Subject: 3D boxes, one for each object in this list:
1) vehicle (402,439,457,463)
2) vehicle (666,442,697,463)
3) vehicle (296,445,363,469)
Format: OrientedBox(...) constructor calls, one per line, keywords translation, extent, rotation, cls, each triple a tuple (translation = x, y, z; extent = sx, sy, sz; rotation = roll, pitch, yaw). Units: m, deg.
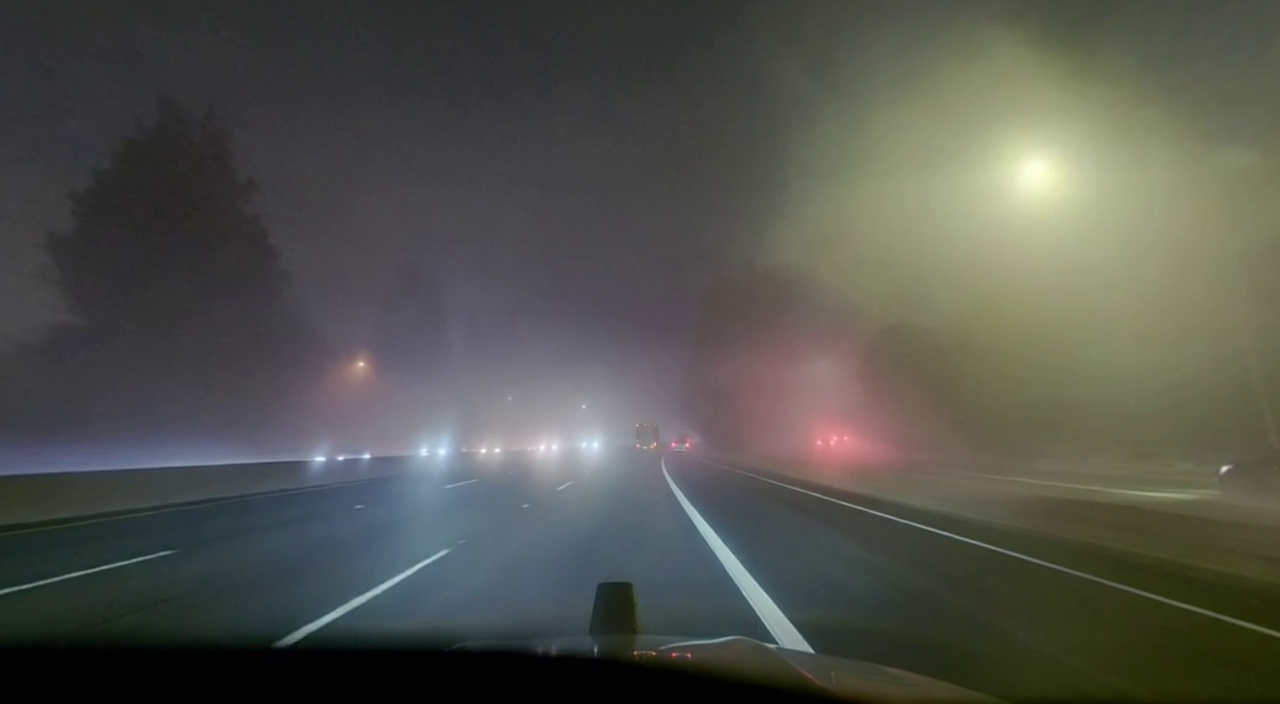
OrientedBox(translation=(-15.742, 7.429, 47.671), extent=(2.153, 1.671, 5.278), rotation=(0, -8, 2), cls="vehicle")
OrientedBox(translation=(3.135, 7.657, 48.347), extent=(2.069, 1.476, 4.197), rotation=(0, -8, 0), cls="vehicle")
OrientedBox(translation=(-19.203, 6.494, 39.255), extent=(1.851, 1.353, 4.215), rotation=(0, -8, 2), cls="vehicle")
